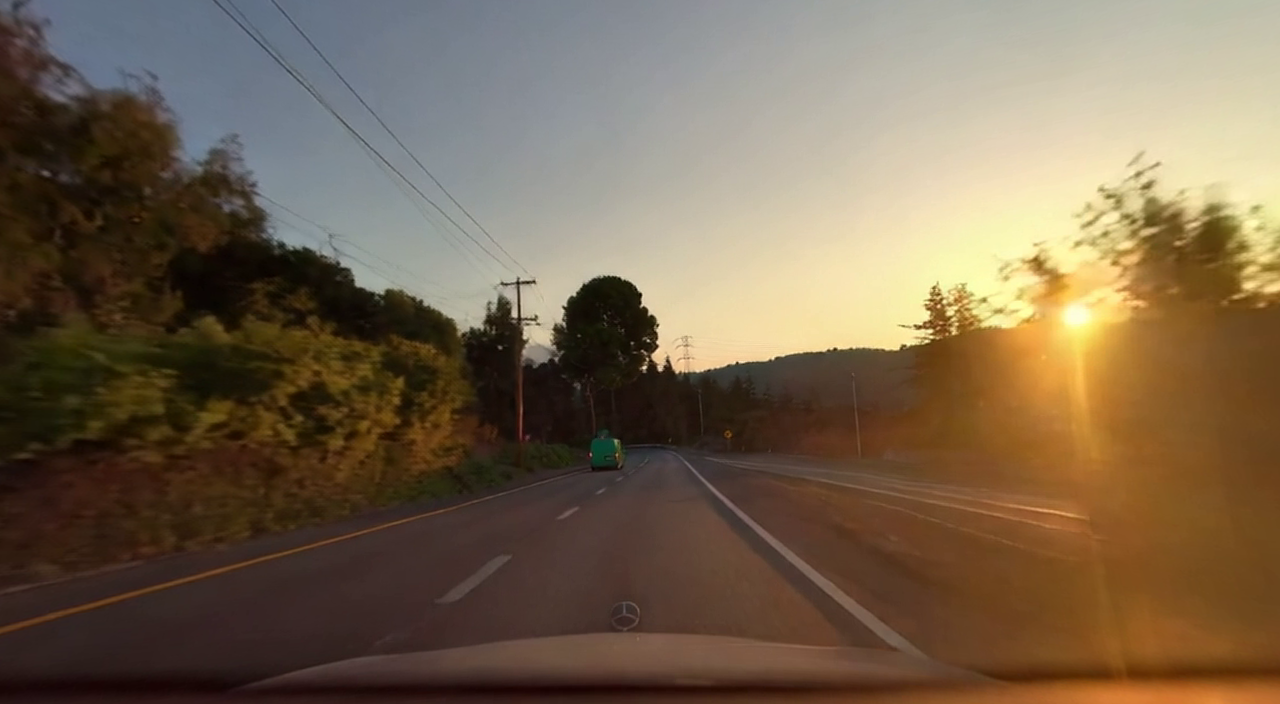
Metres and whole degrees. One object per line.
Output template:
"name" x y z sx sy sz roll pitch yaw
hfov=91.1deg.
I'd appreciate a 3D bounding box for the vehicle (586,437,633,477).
"vehicle" -1.660 5.906 35.489 2.270 2.023 4.632 -1 -9 2
